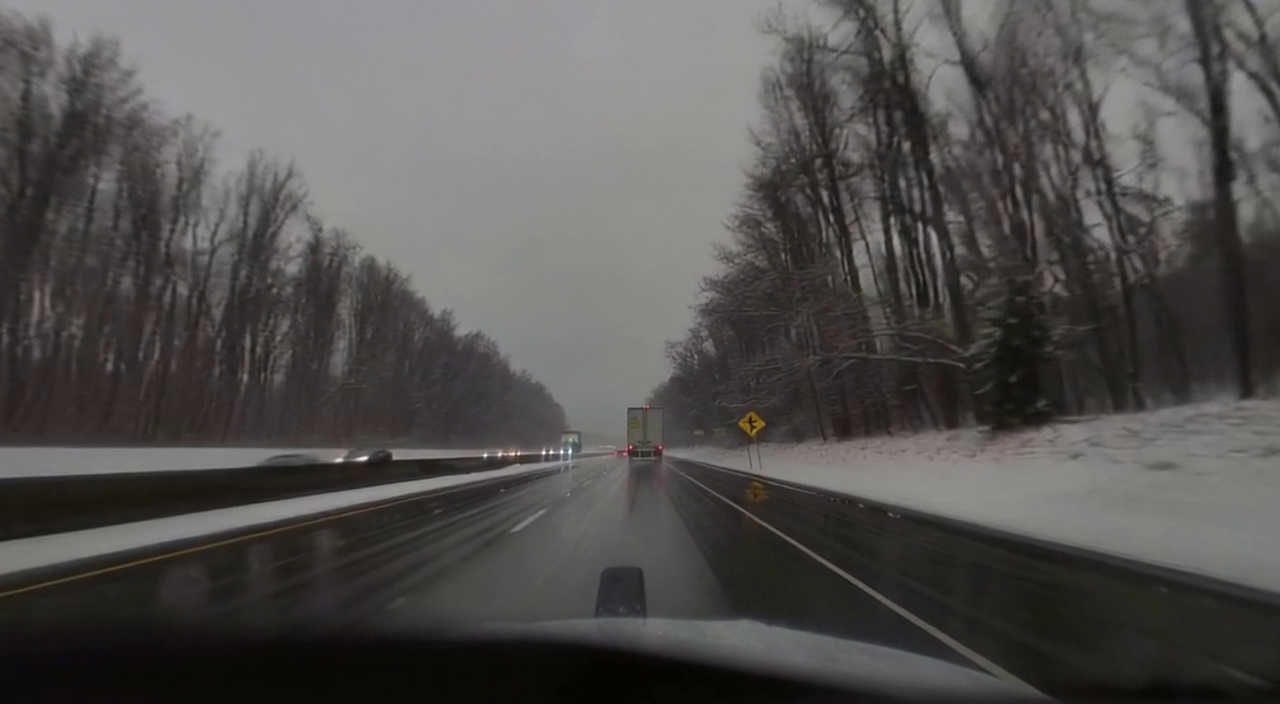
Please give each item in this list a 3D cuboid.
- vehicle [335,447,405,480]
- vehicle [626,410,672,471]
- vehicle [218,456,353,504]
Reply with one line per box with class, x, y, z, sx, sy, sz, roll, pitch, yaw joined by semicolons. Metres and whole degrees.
vehicle;-16.516;6.848;38.880;2.068;1.900;4.792;0;-9;1
vehicle;0.659;6.659;46.843;3.024;3.965;10.399;0;-9;1
vehicle;-12.049;4.346;21.826;2.078;1.410;4.399;0;-9;0
